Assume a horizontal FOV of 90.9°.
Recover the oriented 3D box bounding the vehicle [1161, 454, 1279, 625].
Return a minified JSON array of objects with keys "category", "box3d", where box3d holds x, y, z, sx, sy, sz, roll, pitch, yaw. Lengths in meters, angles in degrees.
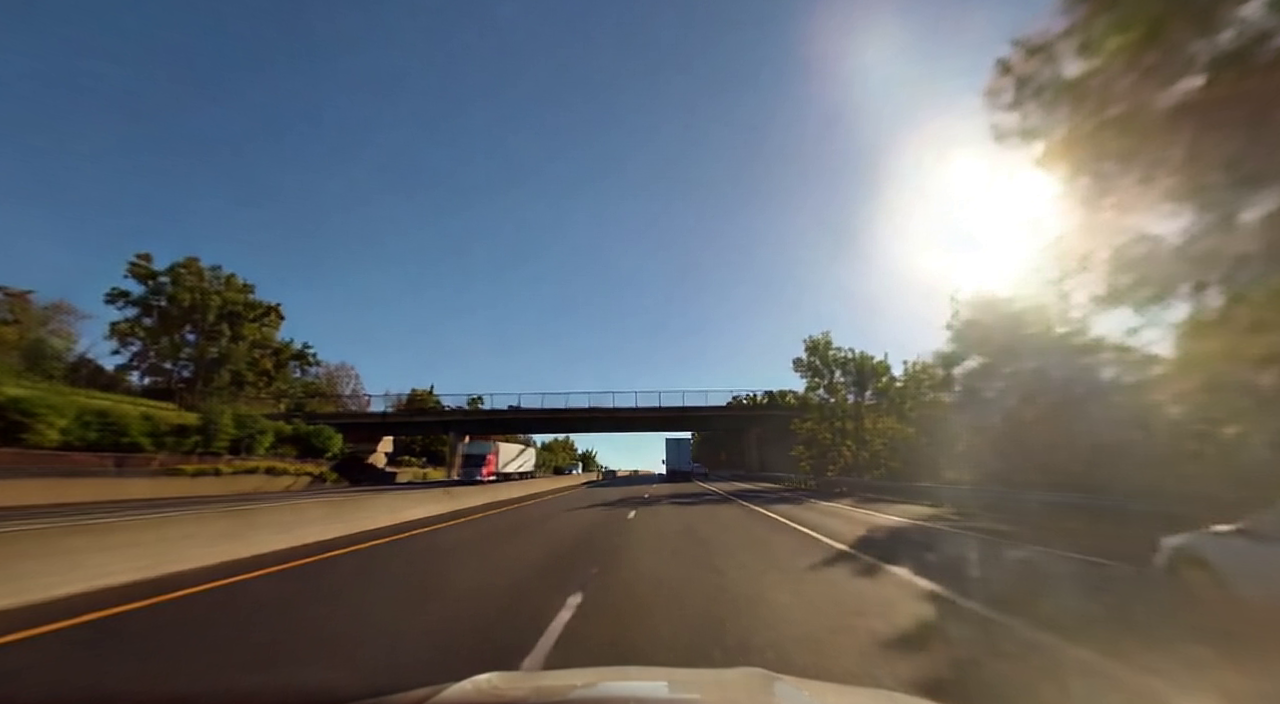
[{"category":"vehicle","box3d":[6.627,1.482,4.590,1.949,1.468,4.145,1,-10,-3]}]
